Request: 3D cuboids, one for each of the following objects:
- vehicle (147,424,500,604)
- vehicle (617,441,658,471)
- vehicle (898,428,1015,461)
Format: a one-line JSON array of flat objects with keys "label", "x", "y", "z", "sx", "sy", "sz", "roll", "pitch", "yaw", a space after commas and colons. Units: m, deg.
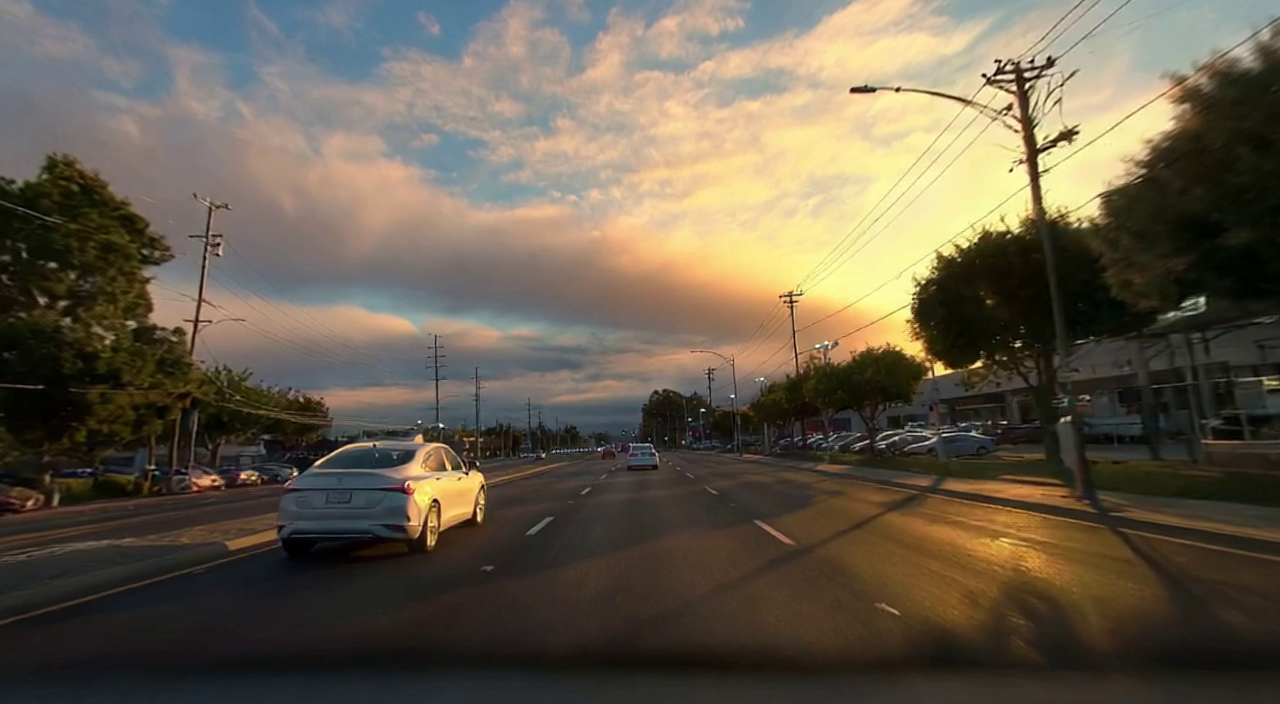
[{"label": "vehicle", "x": -3.154, "y": 1.690, "z": 7.524, "sx": 1.939, "sy": 1.496, "sz": 4.309, "roll": 0, "pitch": -9, "yaw": 1}, {"label": "vehicle", "x": -0.136, "y": 5.460, "z": 33.201, "sx": 2.019, "sy": 1.459, "sz": 4.005, "roll": 0, "pitch": -9, "yaw": -1}, {"label": "vehicle", "x": 14.682, "y": 4.326, "z": 29.417, "sx": 4.363, "sy": 1.485, "sz": 1.964, "roll": 0, "pitch": -9, "yaw": 1}]
